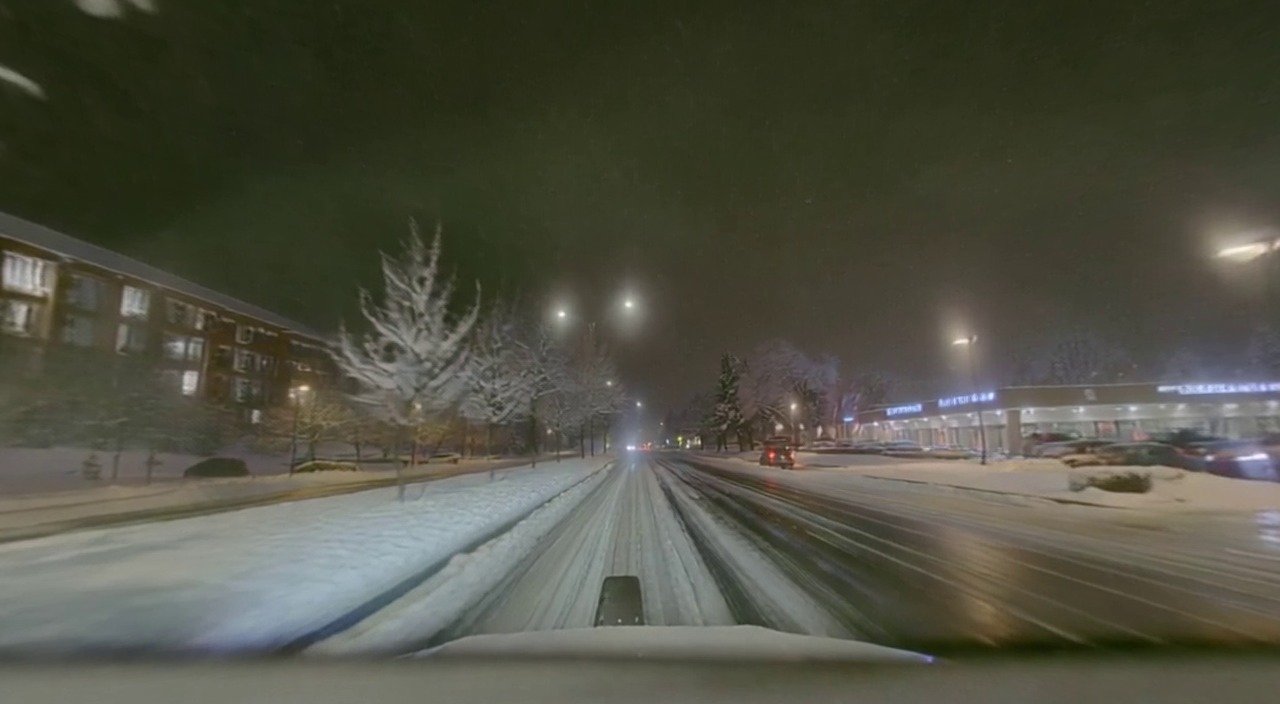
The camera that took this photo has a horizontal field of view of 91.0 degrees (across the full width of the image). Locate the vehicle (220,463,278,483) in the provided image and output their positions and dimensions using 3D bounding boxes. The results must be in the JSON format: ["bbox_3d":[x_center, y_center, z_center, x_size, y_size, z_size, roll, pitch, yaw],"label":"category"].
[{"bbox_3d":[-30.602,9.453,49.266,3.440,1.394,1.613,-1,-7,0],"label":"vehicle"}]

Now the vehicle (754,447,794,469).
[{"bbox_3d":[10.145,7.998,47.864,2.013,1.551,4.460,0,-9,-1],"label":"vehicle"}]

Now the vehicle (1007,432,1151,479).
[{"bbox_3d":[19.221,4.556,28.048,2.179,1.767,5.837,-2,-8,0],"label":"vehicle"}]

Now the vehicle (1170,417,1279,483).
[{"bbox_3d":[19.210,2.839,18.207,2.151,1.838,5.534,3,-9,-16],"label":"vehicle"}]
